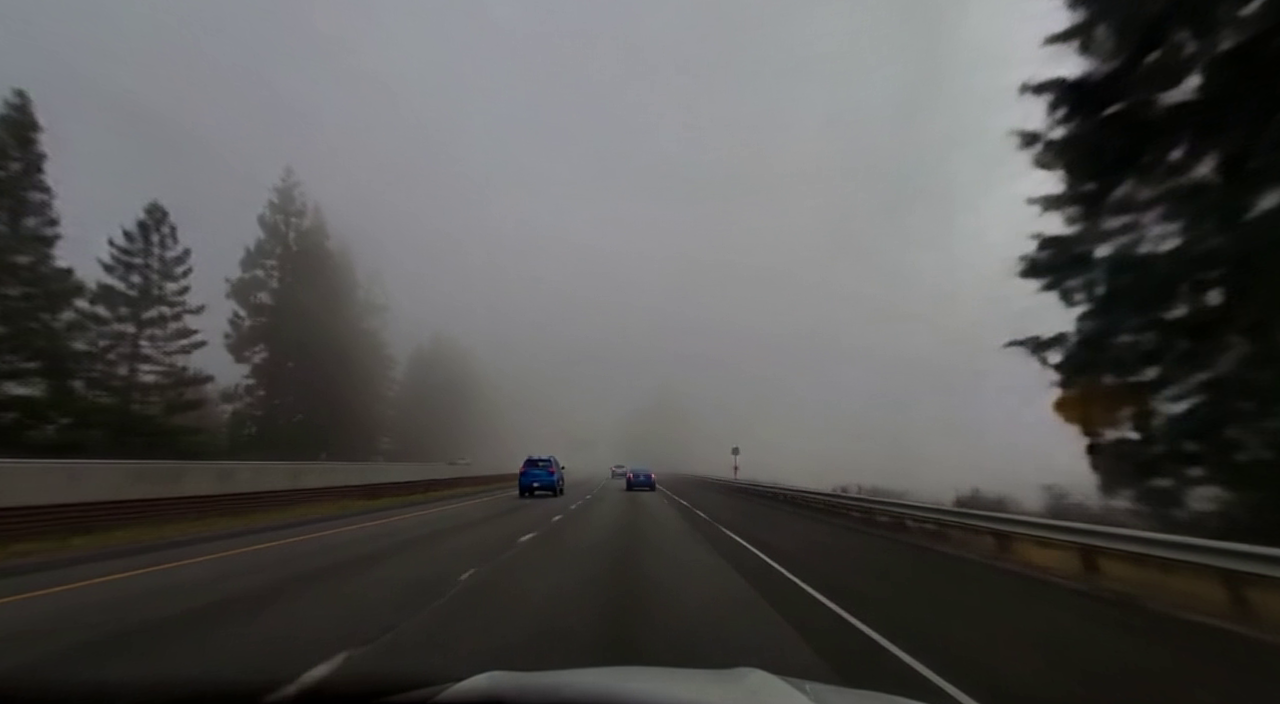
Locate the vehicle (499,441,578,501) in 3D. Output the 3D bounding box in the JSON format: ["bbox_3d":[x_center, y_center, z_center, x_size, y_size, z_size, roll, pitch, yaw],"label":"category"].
[{"bbox_3d":[-3.901,4.717,25.163,2.237,2.113,4.815,0,-10,1],"label":"vehicle"}]

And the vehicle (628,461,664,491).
[{"bbox_3d":[0.304,7.044,35.930,1.905,1.559,3.491,1,-10,-2],"label":"vehicle"}]
